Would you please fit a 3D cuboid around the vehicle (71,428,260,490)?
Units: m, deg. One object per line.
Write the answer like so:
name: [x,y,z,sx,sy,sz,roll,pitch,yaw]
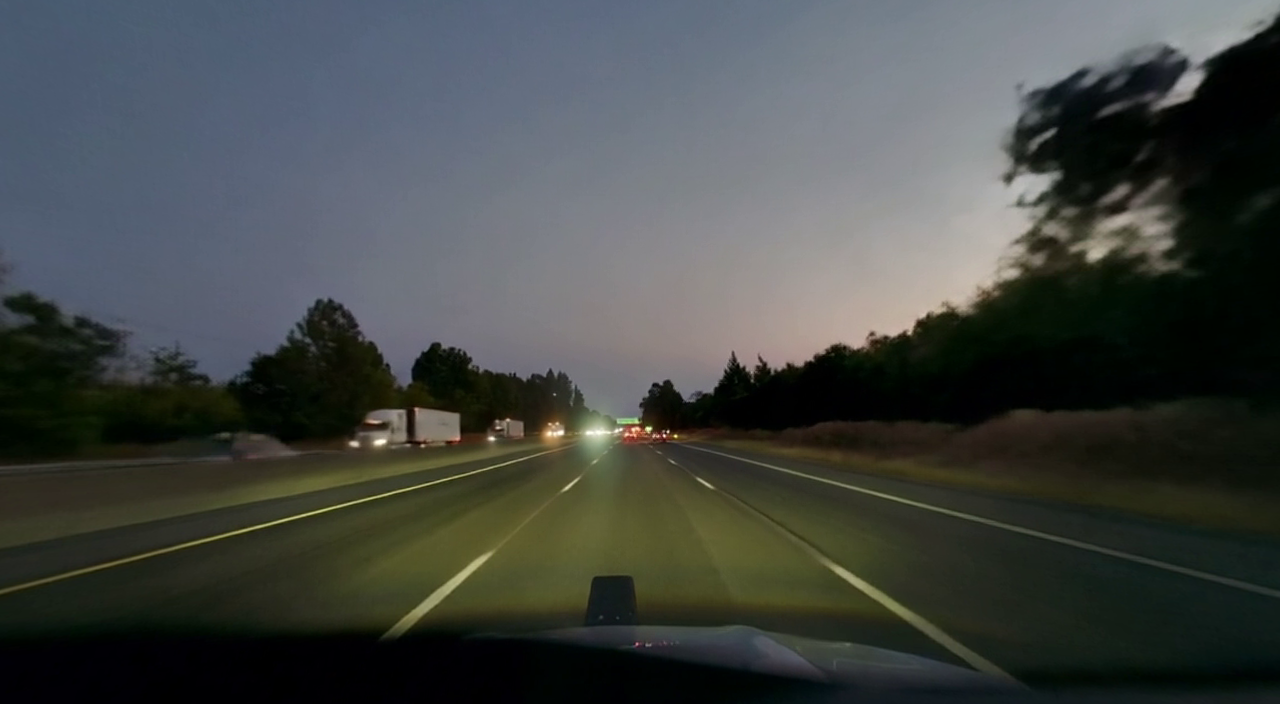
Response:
vehicle: [-12.833,2.880,17.444,1.871,1.479,4.391,0,-8,-1]
